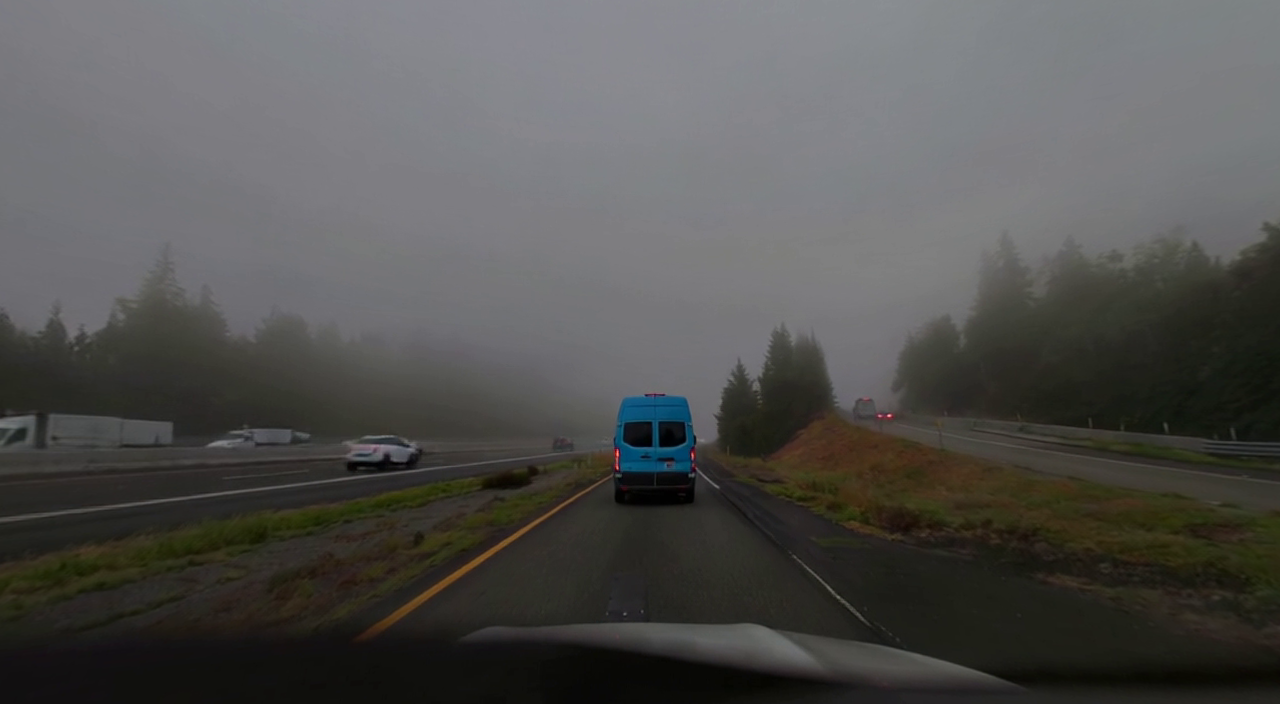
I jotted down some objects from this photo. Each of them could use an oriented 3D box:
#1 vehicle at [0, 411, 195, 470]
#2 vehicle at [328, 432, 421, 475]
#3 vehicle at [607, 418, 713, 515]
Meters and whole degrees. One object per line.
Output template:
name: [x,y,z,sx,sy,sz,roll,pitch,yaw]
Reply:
vehicle: [-33.691,5.480,38.938,3.138,3.051,11.898,-1,-8,4]
vehicle: [-12.332,4.738,29.693,2.104,1.795,4.737,-1,-8,3]
vehicle: [0.344,2.523,14.436,2.043,1.821,4.558,0,-8,-1]
